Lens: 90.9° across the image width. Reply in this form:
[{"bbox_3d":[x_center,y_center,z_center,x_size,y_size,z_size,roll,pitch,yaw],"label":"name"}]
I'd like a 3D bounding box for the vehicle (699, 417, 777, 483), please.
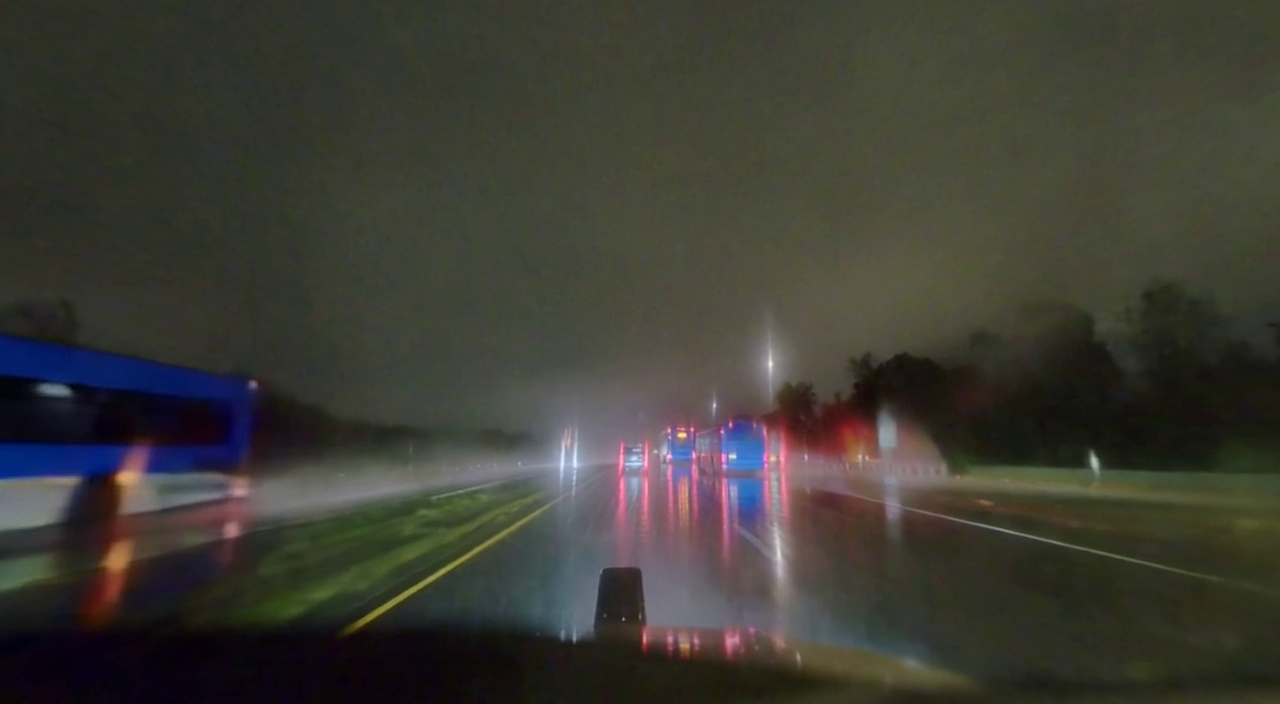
[{"bbox_3d":[4.134,4.325,27.829,2.440,2.555,5.957,0,-9,-1],"label":"vehicle"}]

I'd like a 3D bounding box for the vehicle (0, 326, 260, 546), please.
[{"bbox_3d":[-13.478,1.668,12.356,3.170,4.049,14.238,0,-9,0],"label":"vehicle"}]

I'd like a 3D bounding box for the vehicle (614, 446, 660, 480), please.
[{"bbox_3d":[-0.158,5.119,29.354,2.004,1.449,3.817,0,-9,-1],"label":"vehicle"}]
